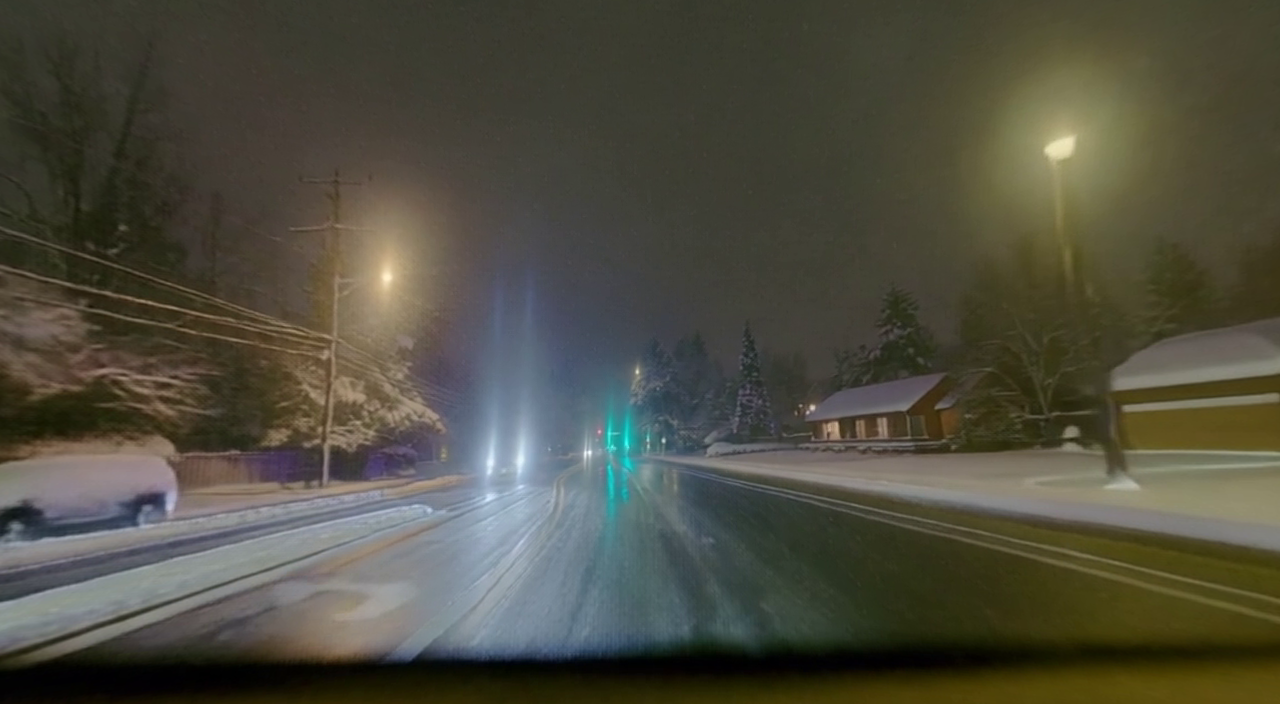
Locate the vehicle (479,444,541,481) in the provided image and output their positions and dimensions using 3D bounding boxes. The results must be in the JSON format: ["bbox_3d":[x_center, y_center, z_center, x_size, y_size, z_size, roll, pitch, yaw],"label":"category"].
[{"bbox_3d":[-6.045,5.161,29.836,1.951,1.612,4.269,0,-8,1],"label":"vehicle"}]

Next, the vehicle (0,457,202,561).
[{"bbox_3d":[-11.969,3.056,12.856,2.066,1.681,5.292,-1,-8,3],"label":"vehicle"}]
